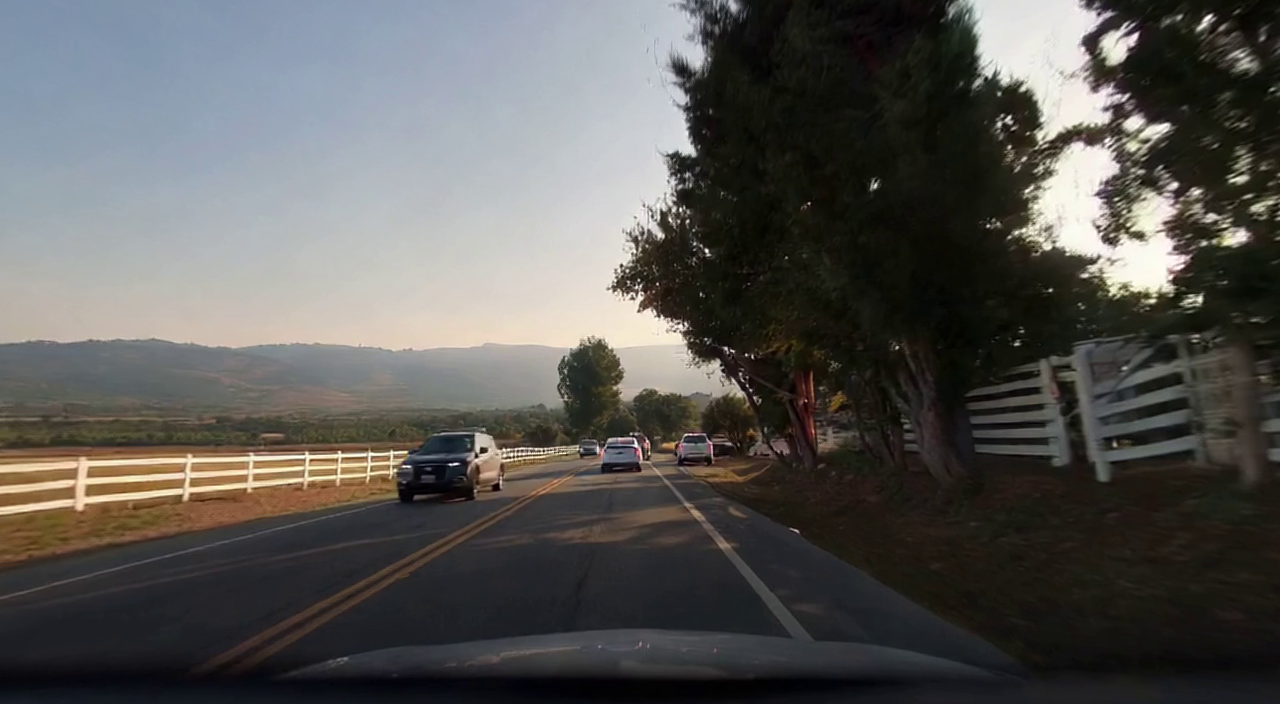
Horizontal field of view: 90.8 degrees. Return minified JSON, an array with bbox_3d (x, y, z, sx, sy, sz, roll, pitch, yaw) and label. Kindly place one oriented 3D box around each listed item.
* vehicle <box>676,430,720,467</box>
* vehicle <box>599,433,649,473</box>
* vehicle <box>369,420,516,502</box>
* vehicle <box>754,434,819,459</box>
[{"bbox_3d":[3.411,5.601,36.736,2.348,1.969,5.269,-1,-9,6],"label":"vehicle"},{"bbox_3d":[-0.703,4.615,29.033,2.158,1.669,4.006,0,-9,0],"label":"vehicle"},{"bbox_3d":[-5.235,3.005,17.785,2.307,1.907,5.571,0,-8,0],"label":"vehicle"},{"bbox_3d":[9.605,6.264,41.848,1.975,1.545,4.333,3,-9,-22],"label":"vehicle"}]
